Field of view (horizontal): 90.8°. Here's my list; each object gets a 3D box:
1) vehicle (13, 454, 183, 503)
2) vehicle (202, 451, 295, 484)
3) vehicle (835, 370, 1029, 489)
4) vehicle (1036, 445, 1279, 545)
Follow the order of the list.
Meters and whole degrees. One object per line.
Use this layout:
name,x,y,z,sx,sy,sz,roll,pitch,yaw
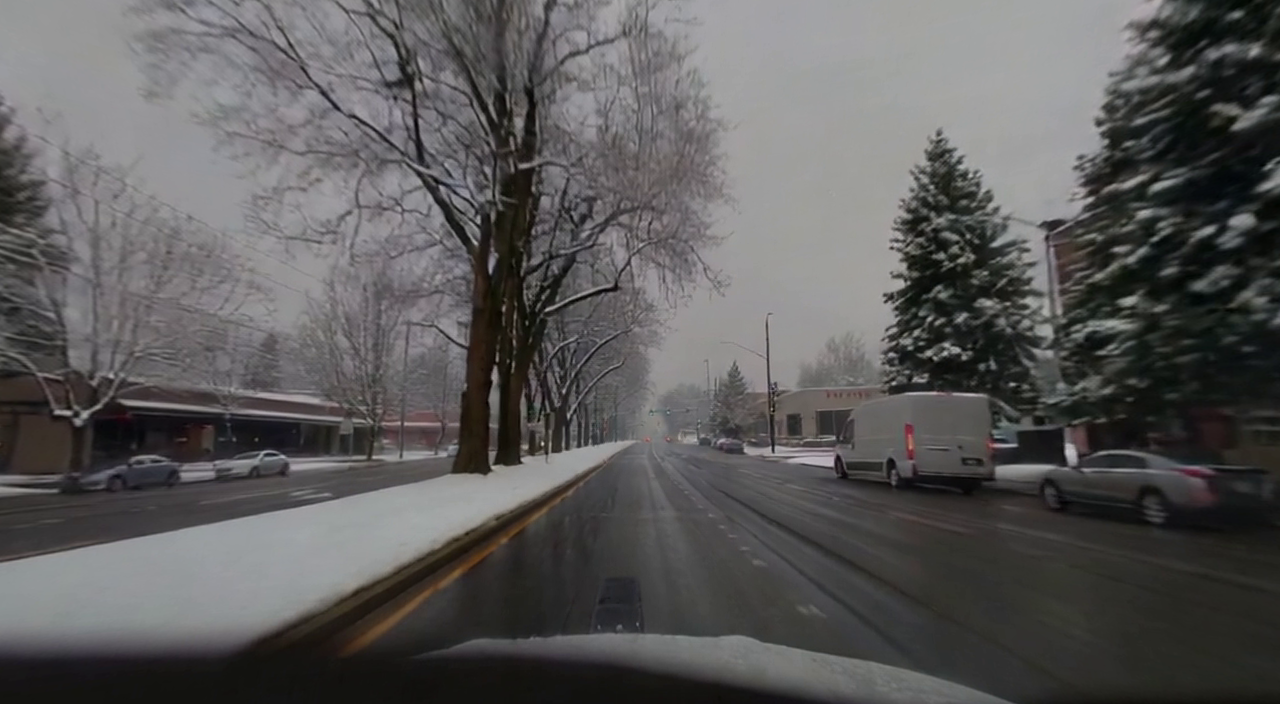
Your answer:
vehicle,-19.492,4.533,23.102,1.975,1.484,4.820,0,-9,0
vehicle,-19.562,5.757,31.801,1.813,1.465,4.454,-1,-9,0
vehicle,9.598,2.827,22.201,2.684,3.381,8.336,0,-9,0
vehicle,9.723,2.431,11.572,1.827,1.414,4.879,0,-9,1
